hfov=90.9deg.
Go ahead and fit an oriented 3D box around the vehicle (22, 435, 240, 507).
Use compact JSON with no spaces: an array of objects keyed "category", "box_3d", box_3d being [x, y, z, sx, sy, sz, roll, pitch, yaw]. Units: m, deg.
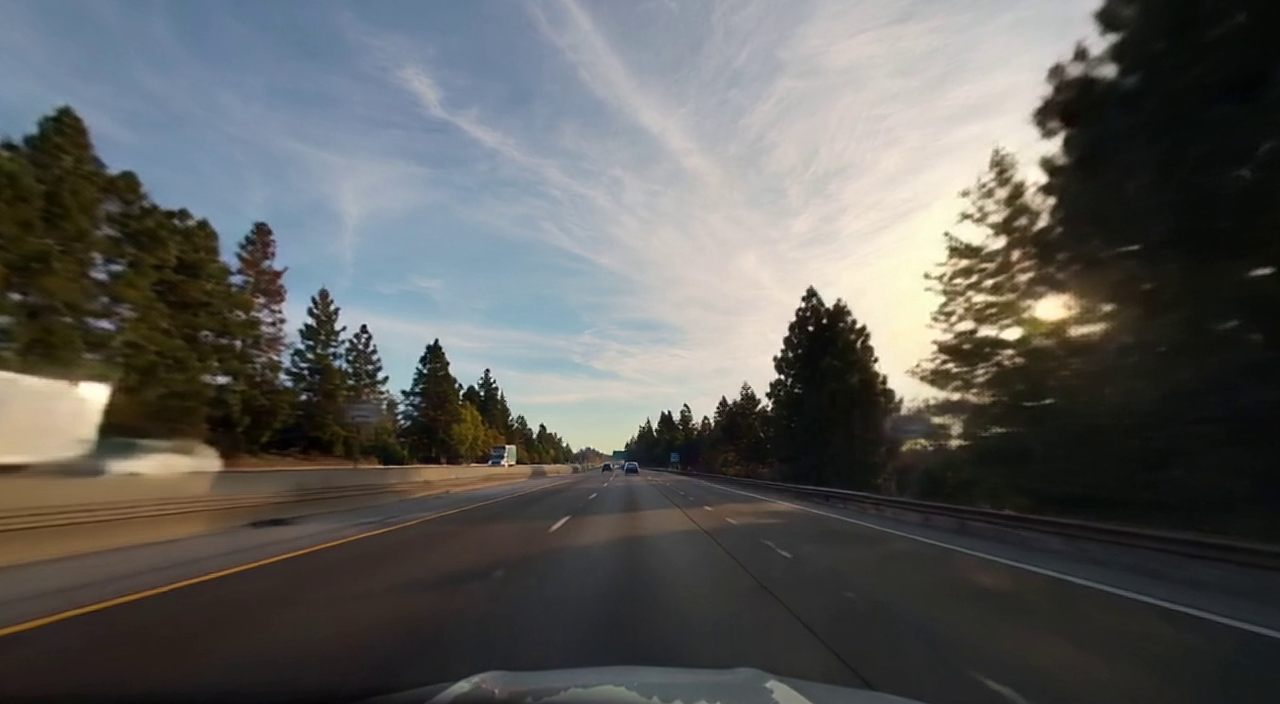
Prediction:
[{"category":"vehicle","box_3d":[-12.197,2.925,15.578,1.838,1.494,4.195,1,-10,0]}]
